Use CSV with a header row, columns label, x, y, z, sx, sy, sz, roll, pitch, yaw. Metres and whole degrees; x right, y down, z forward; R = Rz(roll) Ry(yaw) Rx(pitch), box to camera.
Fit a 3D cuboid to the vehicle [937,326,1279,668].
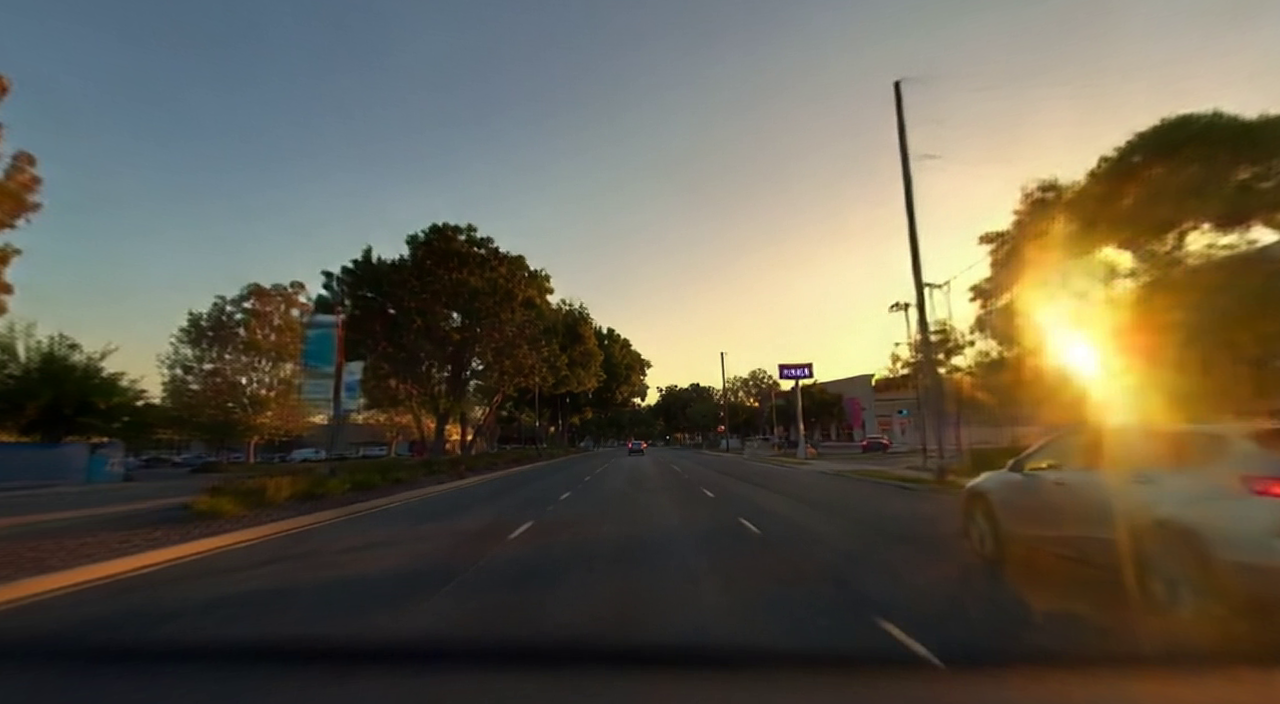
label,x,y,z,sx,sy,sz,roll,pitch,yaw
vehicle,4.772,1.045,5.070,2.185,1.956,5.128,0,-8,-1
